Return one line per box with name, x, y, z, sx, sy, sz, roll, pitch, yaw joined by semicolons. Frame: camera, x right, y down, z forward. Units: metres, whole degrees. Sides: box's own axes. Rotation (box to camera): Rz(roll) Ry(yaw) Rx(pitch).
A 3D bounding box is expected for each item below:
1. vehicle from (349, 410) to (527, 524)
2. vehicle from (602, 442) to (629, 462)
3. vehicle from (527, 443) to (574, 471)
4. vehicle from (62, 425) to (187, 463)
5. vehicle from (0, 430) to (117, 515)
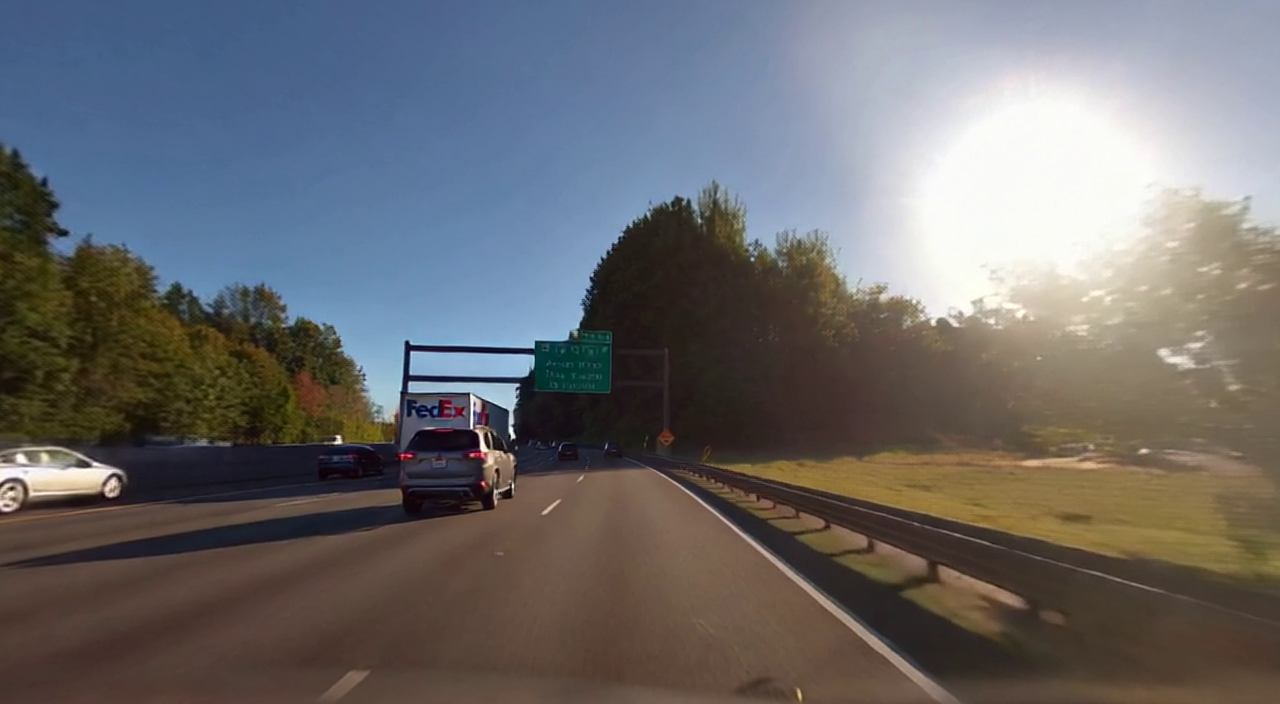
vehicle;-3.792;2.276;12.935;2.170;1.886;4.628;0;-9;-1
vehicle;-1.972;7.925;49.941;2.043;1.489;3.839;0;-9;-4
vehicle;-4.977;5.887;35.576;2.192;1.478;4.591;0;-9;-3
vehicle;-24.054;4.357;29.786;1.987;1.613;4.782;0;-9;-2
vehicle;-13.672;2.465;13.032;2.018;1.668;4.409;0;-9;-1
